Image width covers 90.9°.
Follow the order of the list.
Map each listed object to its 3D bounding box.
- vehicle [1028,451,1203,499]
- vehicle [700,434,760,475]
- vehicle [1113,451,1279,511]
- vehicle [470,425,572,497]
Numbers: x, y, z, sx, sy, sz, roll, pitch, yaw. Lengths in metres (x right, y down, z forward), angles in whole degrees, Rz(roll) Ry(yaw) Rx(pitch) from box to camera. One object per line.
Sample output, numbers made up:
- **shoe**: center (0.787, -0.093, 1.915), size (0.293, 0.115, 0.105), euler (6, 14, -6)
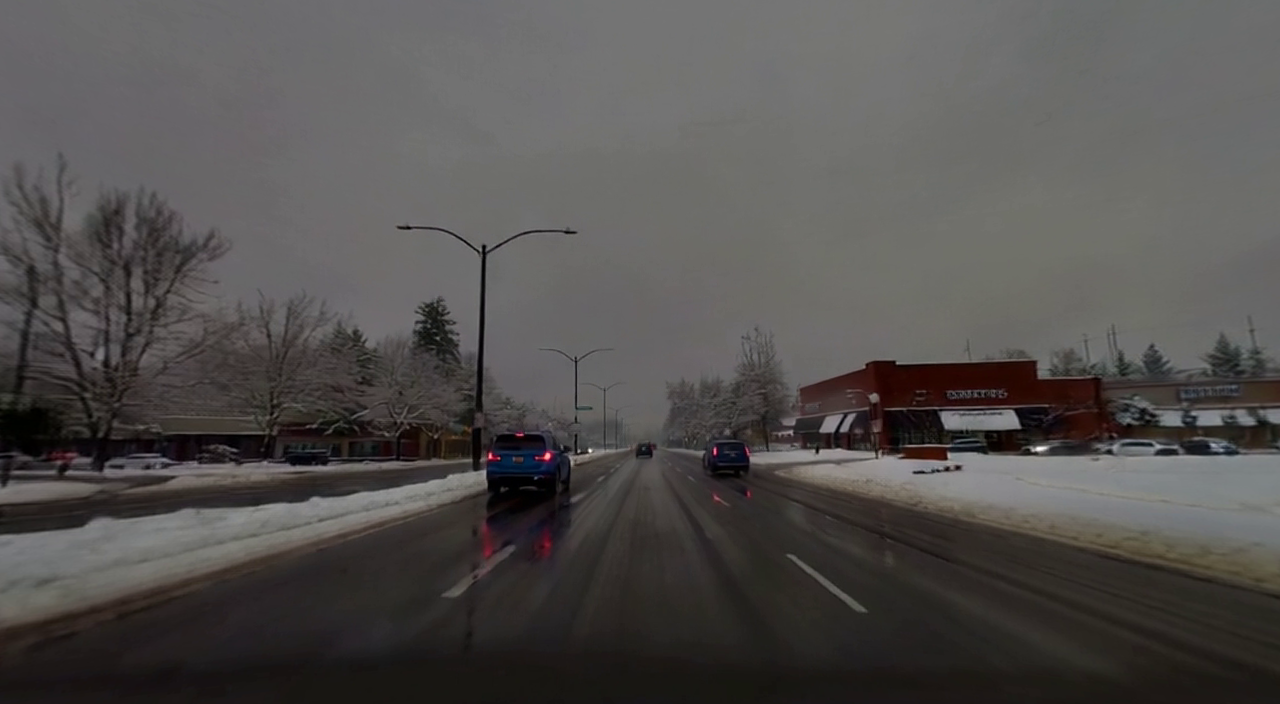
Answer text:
- **vehicle**: center (16.736, 4.333, 22.365), size (4.538, 1.420, 1.983), euler (-2, -8, -1)
- **vehicle**: center (4.144, 4.777, 29.673), size (2.083, 1.779, 4.347), euler (0, -8, -1)
- **vehicle**: center (16.604, 3.646, 18.050), size (4.479, 1.445, 1.946), euler (-1, -8, 0)
- **vehicle**: center (-3.292, 3.125, 18.446), size (2.047, 1.810, 4.414), euler (0, -8, 1)
